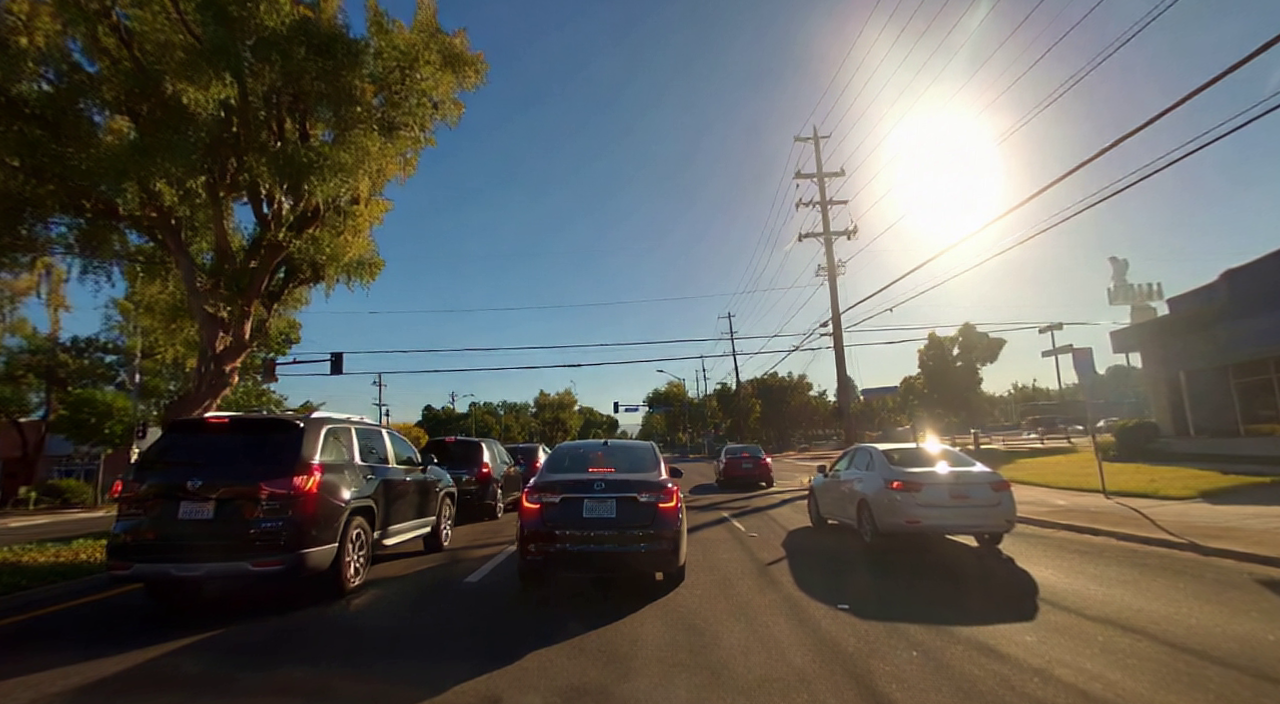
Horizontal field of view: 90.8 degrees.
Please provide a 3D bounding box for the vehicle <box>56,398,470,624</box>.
[{"bbox_3d":[-3.437,1.524,6.988,1.979,1.697,4.254,0,-9,-1],"label":"vehicle"}]

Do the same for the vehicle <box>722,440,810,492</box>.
[{"bbox_3d":[3.821,3.527,19.861,1.876,1.456,4.025,0,-9,-1],"label":"vehicle"}]

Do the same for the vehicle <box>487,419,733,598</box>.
[{"bbox_3d":[-0.312,1.633,7.398,2.097,1.511,3.809,0,-9,-2],"label":"vehicle"}]

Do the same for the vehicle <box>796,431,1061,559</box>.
[{"bbox_3d":[3.922,2.000,9.606,1.909,1.473,4.361,0,-9,-1],"label":"vehicle"}]
